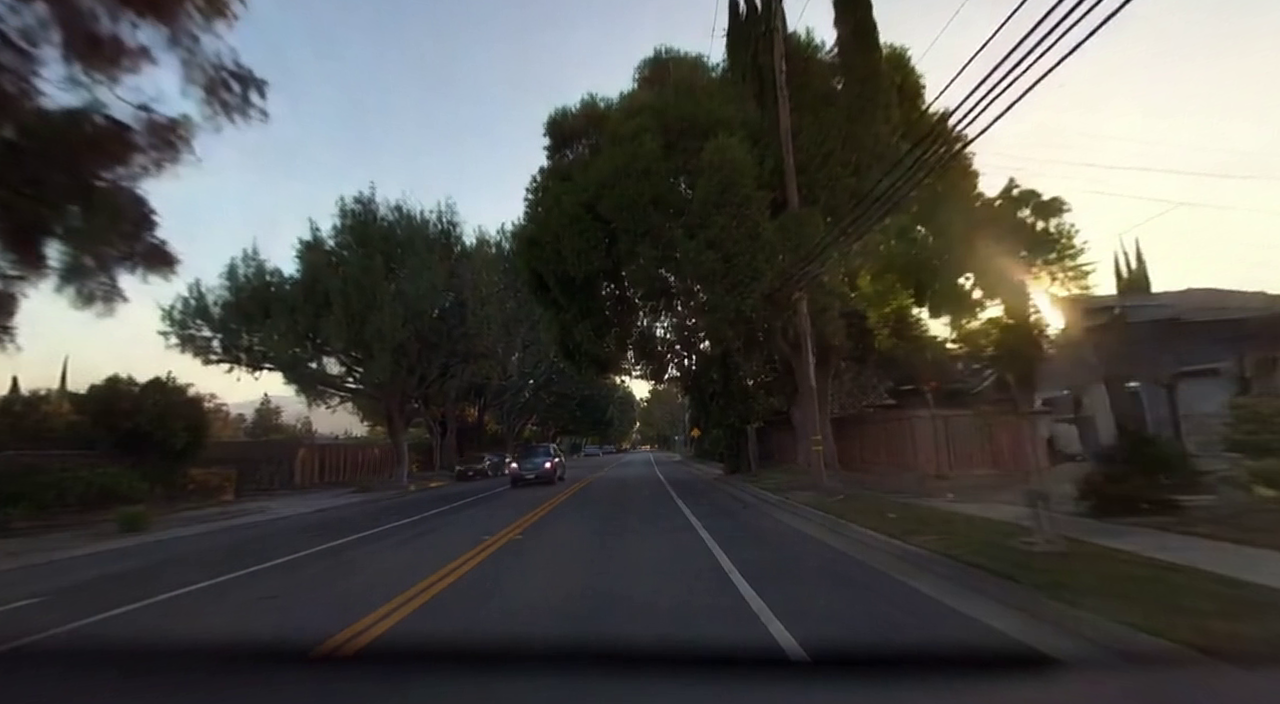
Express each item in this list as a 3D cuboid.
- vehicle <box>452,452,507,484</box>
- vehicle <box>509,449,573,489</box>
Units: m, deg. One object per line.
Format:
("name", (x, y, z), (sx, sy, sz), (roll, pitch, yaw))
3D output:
("vehicle", (-9.896, 7.159, 39.306), (2.269, 1.861, 4.422), (0, -9, 0))
("vehicle", (-3.971, 4.758, 26.035), (1.889, 1.503, 4.232), (0, -9, 1))
